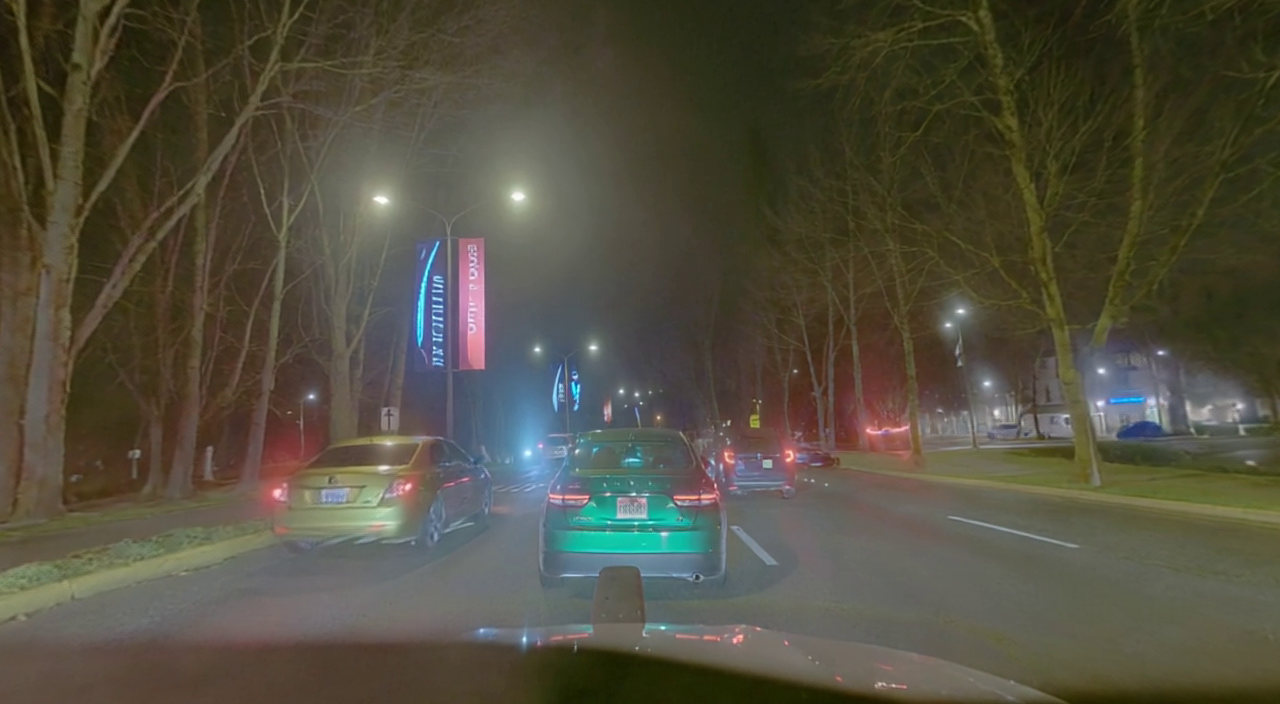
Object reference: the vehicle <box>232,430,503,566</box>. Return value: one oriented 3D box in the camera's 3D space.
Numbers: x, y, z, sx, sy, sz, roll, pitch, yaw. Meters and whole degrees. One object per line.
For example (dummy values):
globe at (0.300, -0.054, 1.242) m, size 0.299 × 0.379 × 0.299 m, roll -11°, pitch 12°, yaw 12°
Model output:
vehicle at (-3.504, 1.950, 9.265) m, size 1.961 × 1.487 × 4.453 m, roll 0°, pitch -8°, yaw 0°

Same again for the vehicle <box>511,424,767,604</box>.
vehicle at (-0.061, 1.641, 7.308) m, size 2.126 × 1.475 × 3.967 m, roll 0°, pitch -8°, yaw -2°
